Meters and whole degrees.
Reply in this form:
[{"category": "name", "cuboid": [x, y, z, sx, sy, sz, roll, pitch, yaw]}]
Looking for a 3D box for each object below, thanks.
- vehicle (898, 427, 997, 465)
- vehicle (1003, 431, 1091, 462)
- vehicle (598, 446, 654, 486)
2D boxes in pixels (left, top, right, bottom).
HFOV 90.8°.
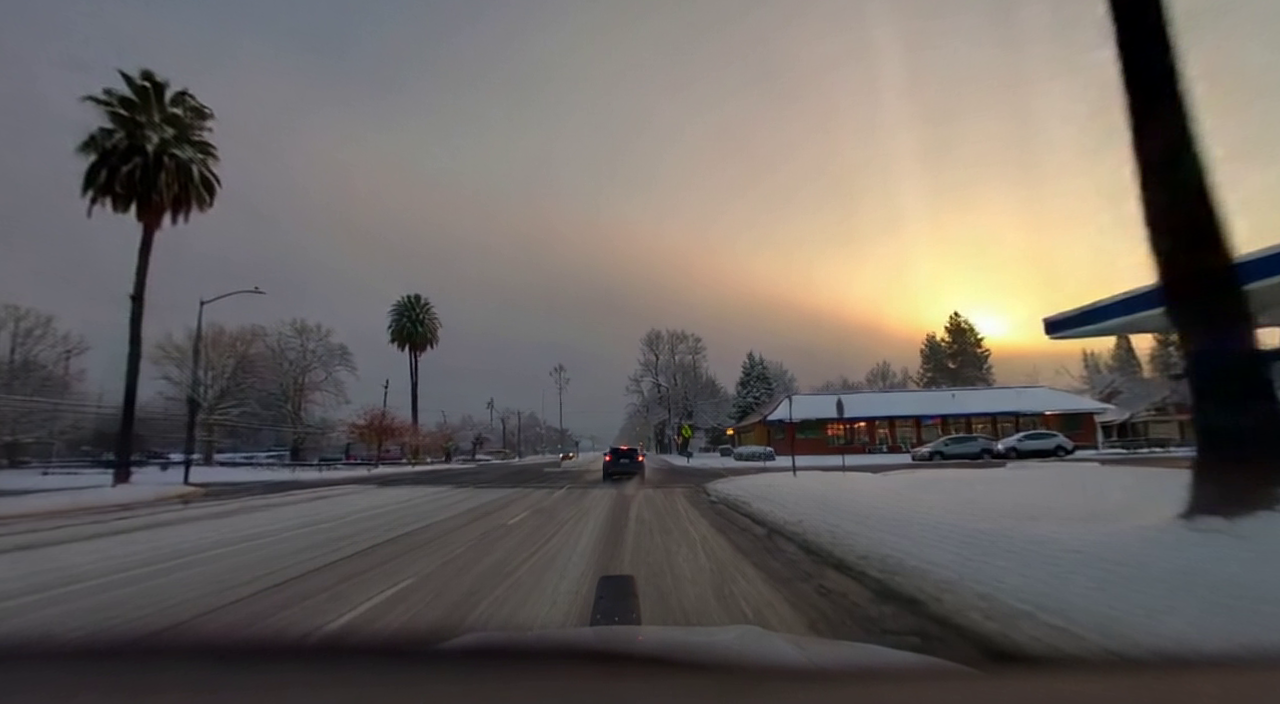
[{"category": "vehicle", "cuboid": [18.536, 5.700, 38.244, 4.747, 2.178, 2.336, 1, -9, -2]}, {"category": "vehicle", "cuboid": [24.674, 5.774, 38.417, 4.025, 1.827, 1.852, 1, -9, -2]}, {"category": "vehicle", "cuboid": [-0.545, 4.535, 25.403, 2.076, 1.486, 4.119, 0, -9, -1]}]
